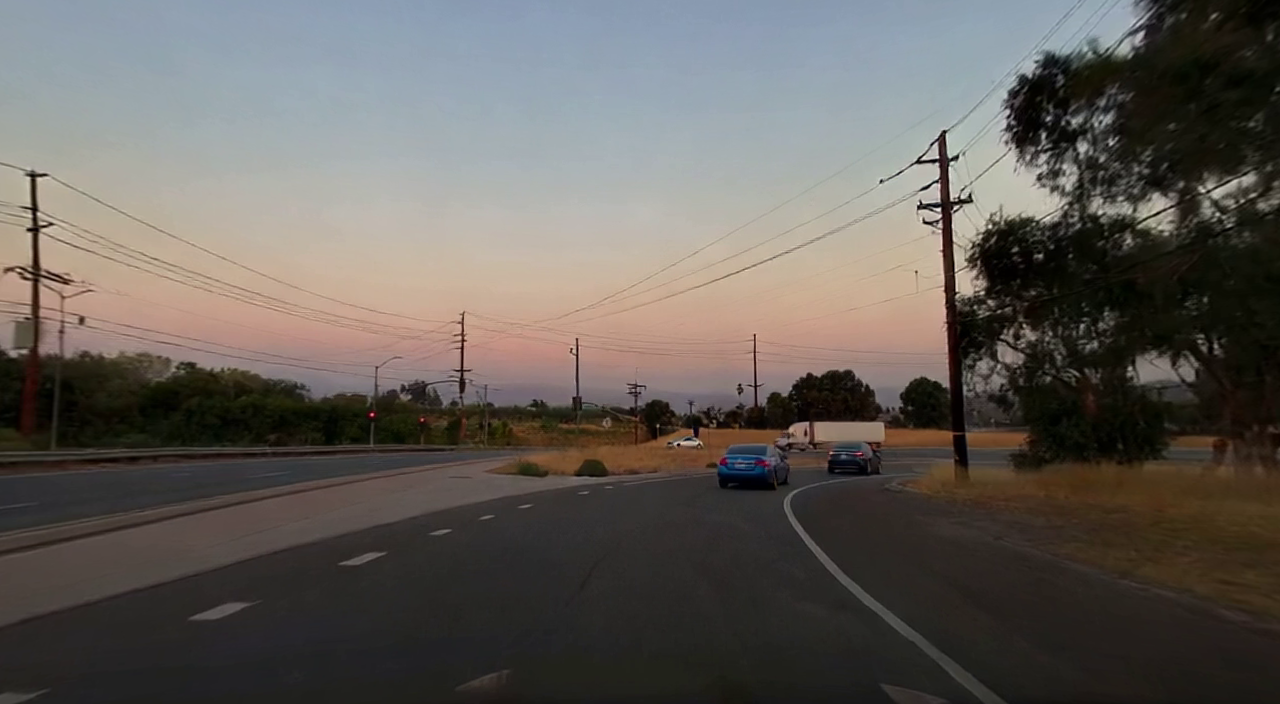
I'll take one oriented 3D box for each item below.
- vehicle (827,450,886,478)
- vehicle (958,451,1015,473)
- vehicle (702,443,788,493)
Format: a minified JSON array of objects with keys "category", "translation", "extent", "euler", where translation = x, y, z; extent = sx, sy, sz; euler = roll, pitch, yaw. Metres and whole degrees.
[{"category":"vehicle","translation":[12.588,6.421,36.541],"extent":[1.836,1.465,4.307],"euler":[-7,-10,38]},{"category":"vehicle","translation":[26.375,8.336,47.933],"extent":[4.102,1.552,1.931],"euler":[5,-10,-32]},{"category":"vehicle","translation":[3.526,3.679,20.509],"extent":[2.026,1.407,4.374],"euler":[-3,-9,19]}]
